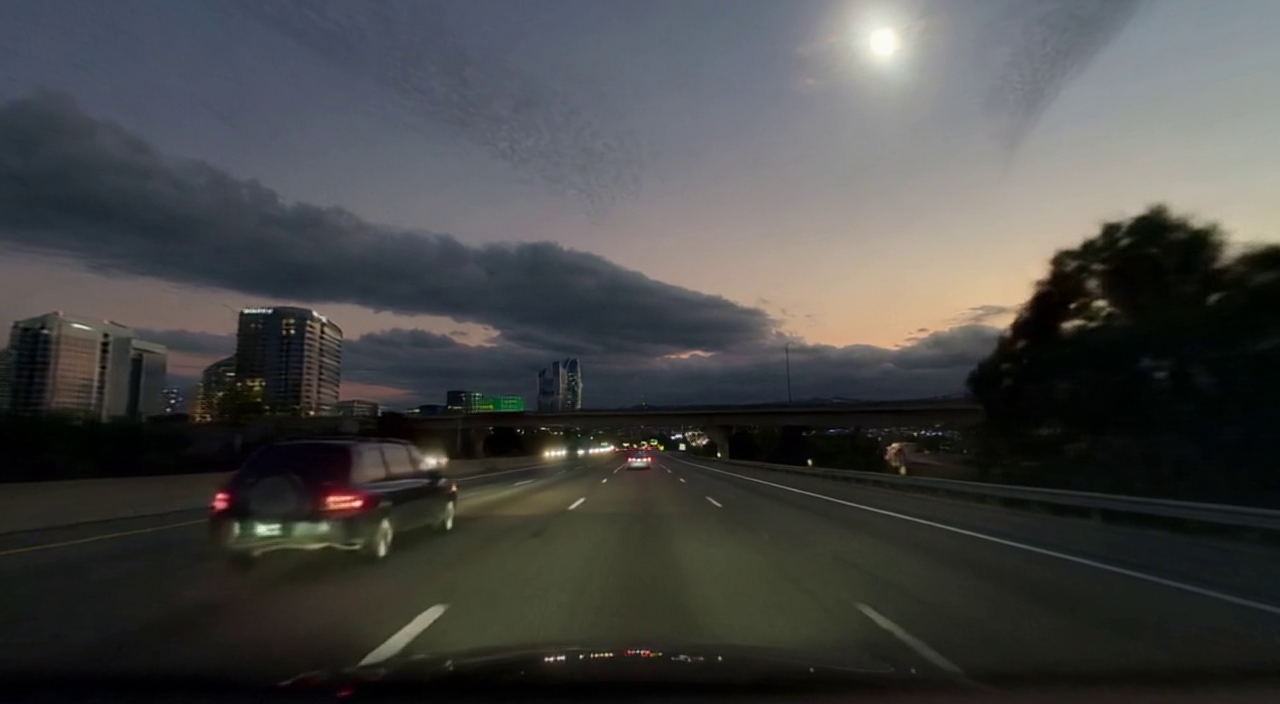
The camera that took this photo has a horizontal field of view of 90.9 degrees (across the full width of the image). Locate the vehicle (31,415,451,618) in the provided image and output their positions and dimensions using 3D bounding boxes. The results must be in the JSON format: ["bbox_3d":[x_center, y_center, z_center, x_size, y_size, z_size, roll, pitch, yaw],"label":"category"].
[{"bbox_3d":[-3.971,1.708,7.469,2.055,1.665,4.373,0,-9,0],"label":"vehicle"}]

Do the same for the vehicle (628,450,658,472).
[{"bbox_3d":[0.206,8.041,46.507,2.113,1.537,4.208,0,-9,0],"label":"vehicle"}]
